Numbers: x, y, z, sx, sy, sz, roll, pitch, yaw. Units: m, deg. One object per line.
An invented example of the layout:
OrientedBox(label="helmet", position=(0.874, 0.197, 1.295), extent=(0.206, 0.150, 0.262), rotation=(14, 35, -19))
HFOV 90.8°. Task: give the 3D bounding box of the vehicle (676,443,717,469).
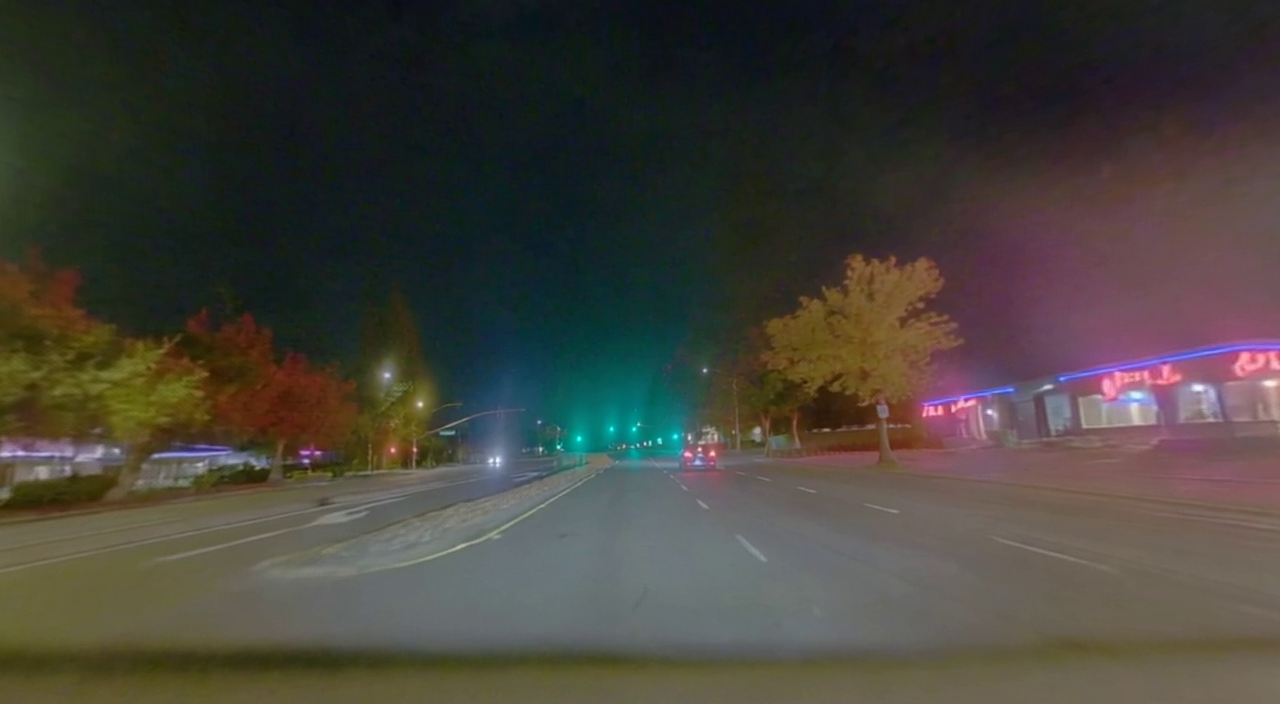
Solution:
OrientedBox(label="vehicle", position=(3.266, 6.106, 37.199), extent=(1.929, 1.411, 4.284), rotation=(0, -8, -1))
